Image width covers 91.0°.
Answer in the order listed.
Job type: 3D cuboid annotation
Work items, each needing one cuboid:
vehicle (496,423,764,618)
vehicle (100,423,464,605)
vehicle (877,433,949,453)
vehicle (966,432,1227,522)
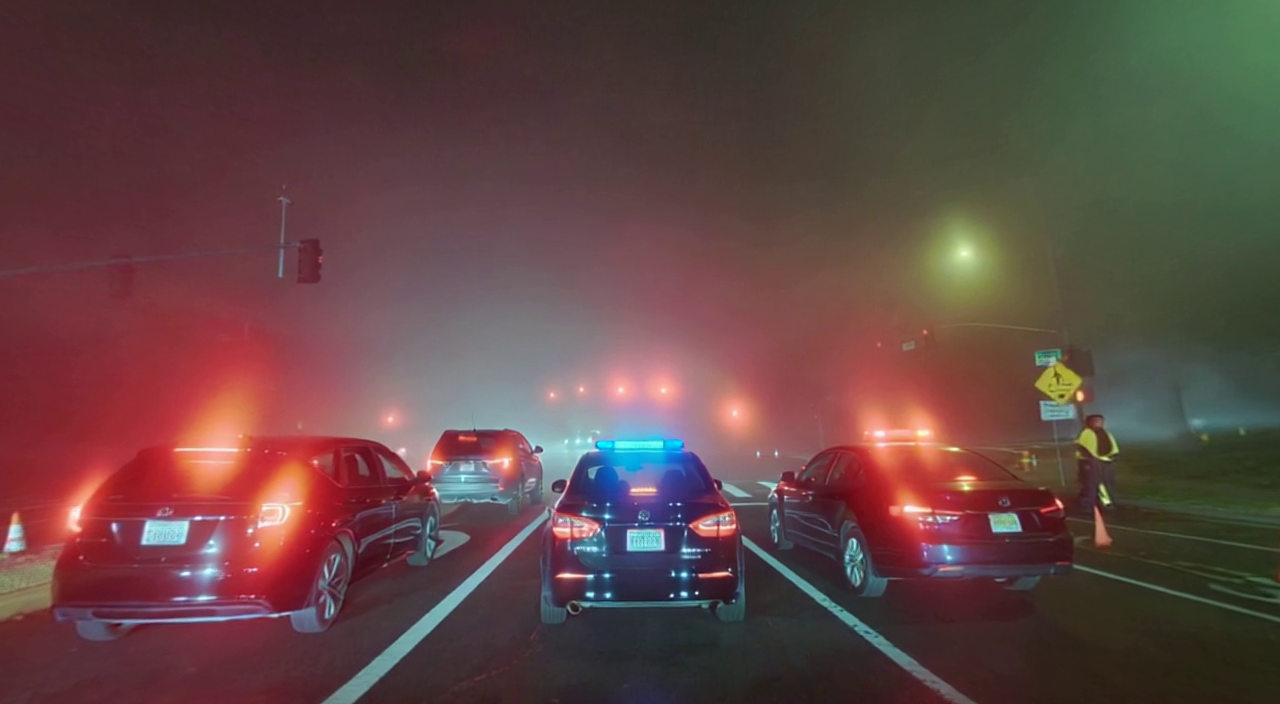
[{"bbox_3d":[-0.120,1.625,7.090,2.061,1.486,4.332,0,-8,-1],"label":"vehicle"},{"bbox_3d":[-3.604,1.674,7.388,1.863,1.526,4.006,0,-8,1],"label":"vehicle"},{"bbox_3d":[21.616,7.219,49.895,4.827,1.484,1.883,0,-9,1],"label":"vehicle"},{"bbox_3d":[9.370,2.578,13.597,1.957,1.576,4.670,0,-8,-3],"label":"vehicle"}]
